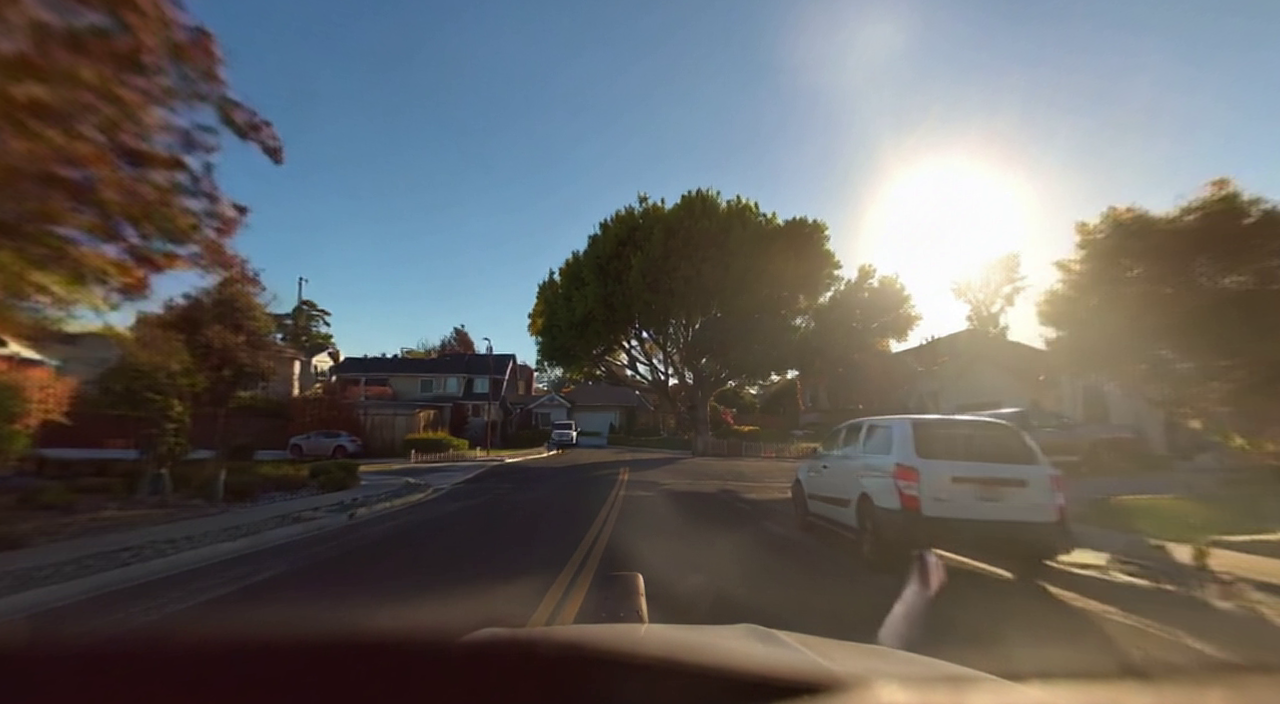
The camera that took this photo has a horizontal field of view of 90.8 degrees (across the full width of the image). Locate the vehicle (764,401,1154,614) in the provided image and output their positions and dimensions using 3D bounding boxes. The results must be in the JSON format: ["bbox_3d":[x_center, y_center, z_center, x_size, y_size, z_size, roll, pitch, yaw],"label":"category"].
[{"bbox_3d":[3.096,1.629,7.853,2.074,1.646,5.457,1,-8,1],"label":"vehicle"}]

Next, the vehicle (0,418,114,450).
[{"bbox_3d":[-31.382,4.434,33.915,4.562,1.613,1.979,0,-10,3],"label":"vehicle"}]

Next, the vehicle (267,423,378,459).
[{"bbox_3d":[-16.818,4.777,33.683,4.722,1.730,2.109,0,-11,3],"label":"vehicle"}]
